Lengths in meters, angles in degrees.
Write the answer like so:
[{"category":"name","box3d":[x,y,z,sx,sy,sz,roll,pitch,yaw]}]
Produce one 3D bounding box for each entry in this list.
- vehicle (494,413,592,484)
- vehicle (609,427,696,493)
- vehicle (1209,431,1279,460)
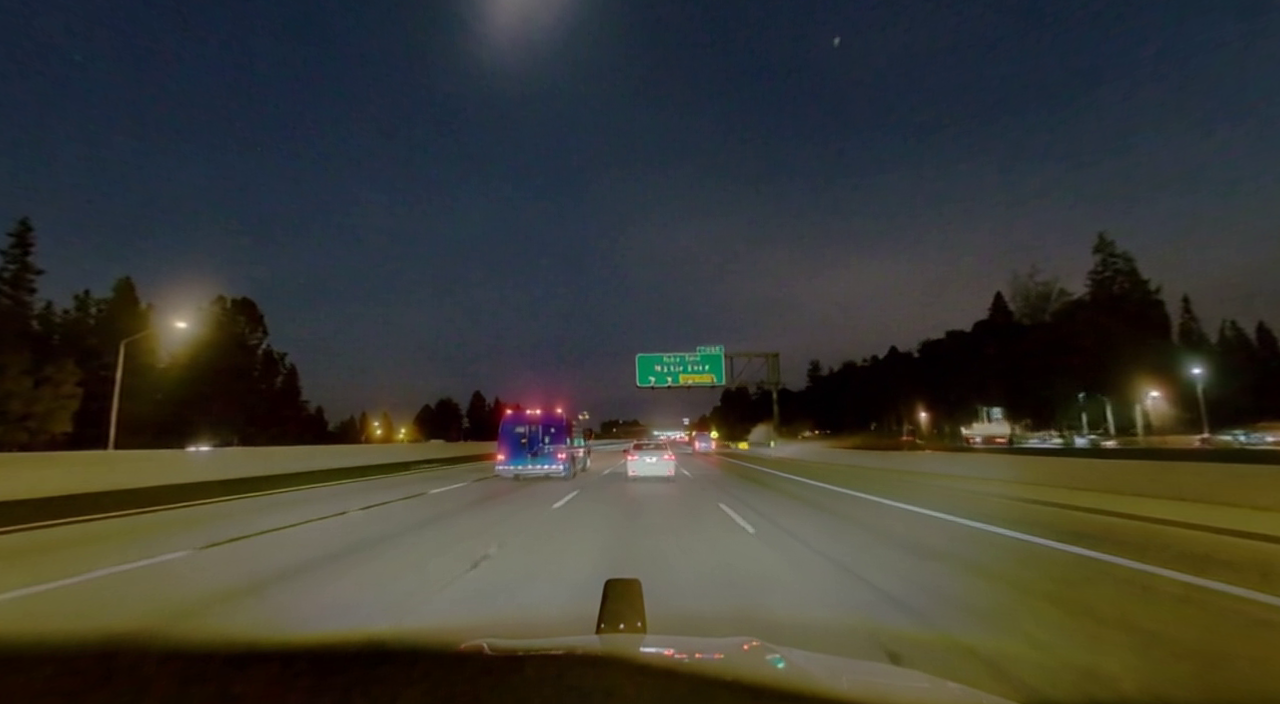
[{"category":"vehicle","box3d":[-3.181,3.364,22.033,2.526,2.146,5.594,0,-8,0]},{"category":"vehicle","box3d":[0.326,3.031,18.021,2.165,1.653,4.456,0,-8,0]},{"category":"vehicle","box3d":[37.446,5.615,37.672,4.374,1.696,2.169,0,-8,0]}]
